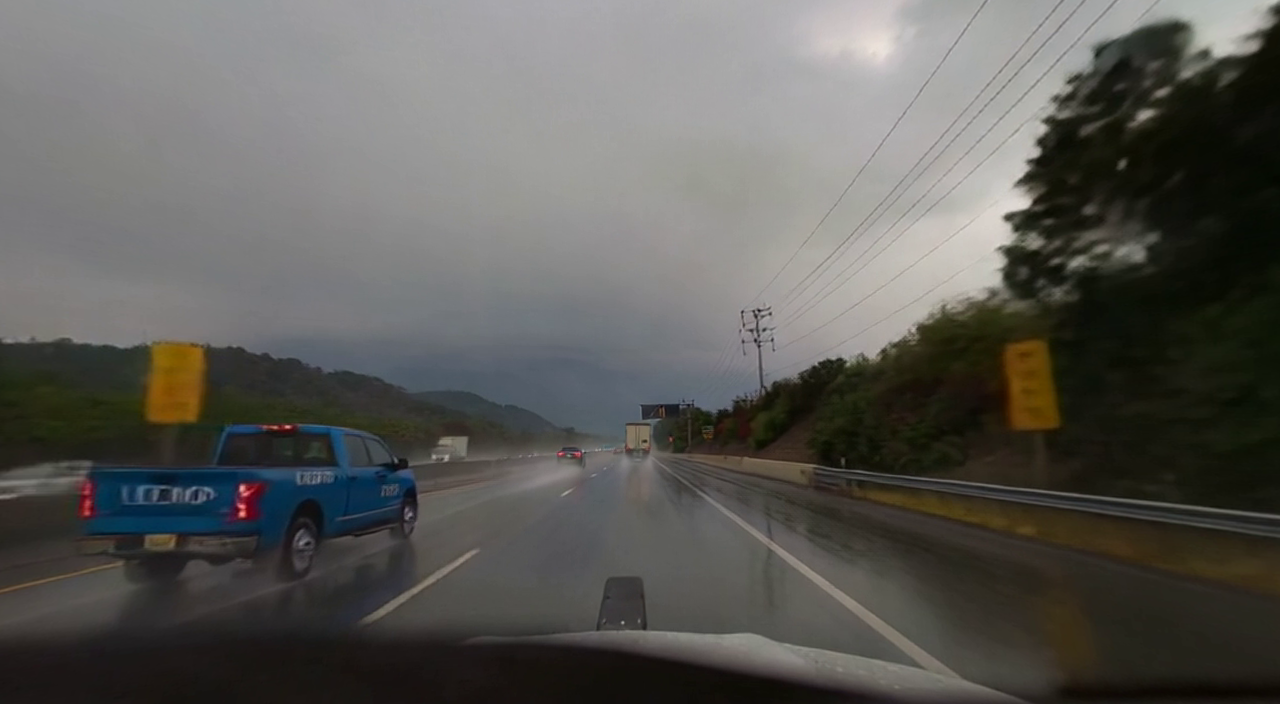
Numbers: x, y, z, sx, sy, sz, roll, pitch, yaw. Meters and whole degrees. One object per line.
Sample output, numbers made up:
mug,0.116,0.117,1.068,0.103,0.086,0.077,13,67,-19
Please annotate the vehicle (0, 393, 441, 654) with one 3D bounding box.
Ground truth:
vehicle,-3.981,1.497,6.707,2.049,1.697,4.998,0,-9,0

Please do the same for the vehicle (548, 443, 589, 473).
vehicle,-4.443,6.663,39.771,2.111,1.735,4.066,0,-9,0
